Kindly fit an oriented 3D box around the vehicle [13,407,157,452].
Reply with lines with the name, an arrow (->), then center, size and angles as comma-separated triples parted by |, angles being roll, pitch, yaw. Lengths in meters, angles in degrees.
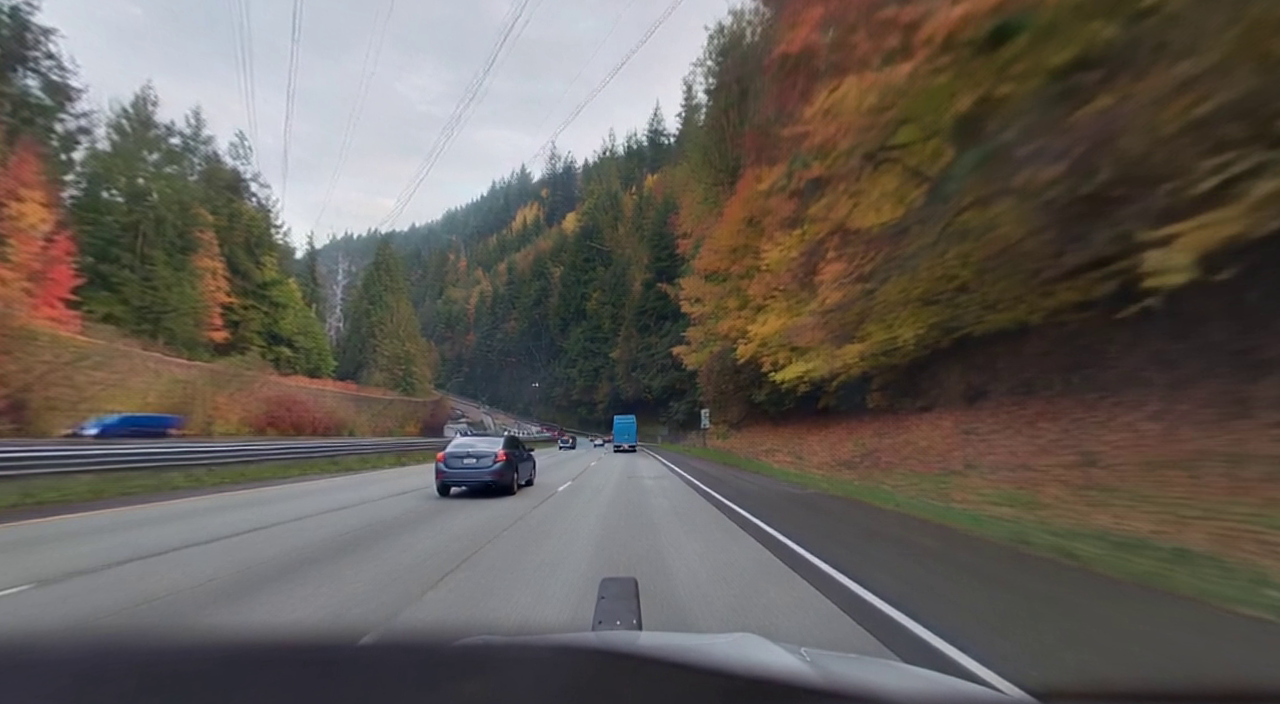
vehicle -> -26.183, 3.739, 30.012 | 2.033, 1.947, 5.353 | 0, -8, -1
